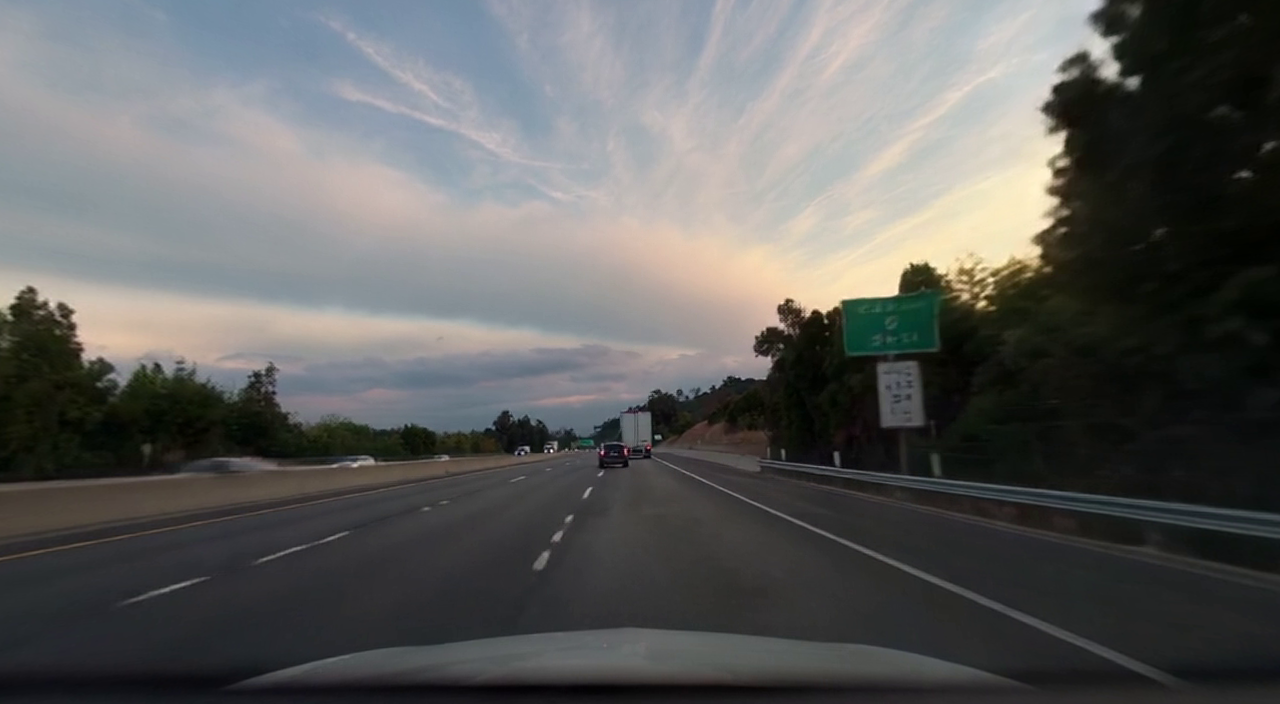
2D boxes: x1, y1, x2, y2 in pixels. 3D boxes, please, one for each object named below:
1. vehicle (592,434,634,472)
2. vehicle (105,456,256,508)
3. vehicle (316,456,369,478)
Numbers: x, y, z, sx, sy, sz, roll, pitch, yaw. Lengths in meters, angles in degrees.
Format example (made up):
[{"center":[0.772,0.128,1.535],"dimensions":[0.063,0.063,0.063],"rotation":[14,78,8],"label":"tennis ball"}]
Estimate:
[{"center":[-1.553,5.584,35.048],"dimensions":[2.139,1.925,4.312],"rotation":[0,-9,-5],"label":"vehicle"},{"center":[-13.903,3.922,19.408],"dimensions":[1.849,1.349,3.837],"rotation":[0,-9,-2],"label":"vehicle"},{"center":[-21.097,8.125,44.913],"dimensions":[1.792,1.424,4.233],"rotation":[0,-9,-2],"label":"vehicle"}]
